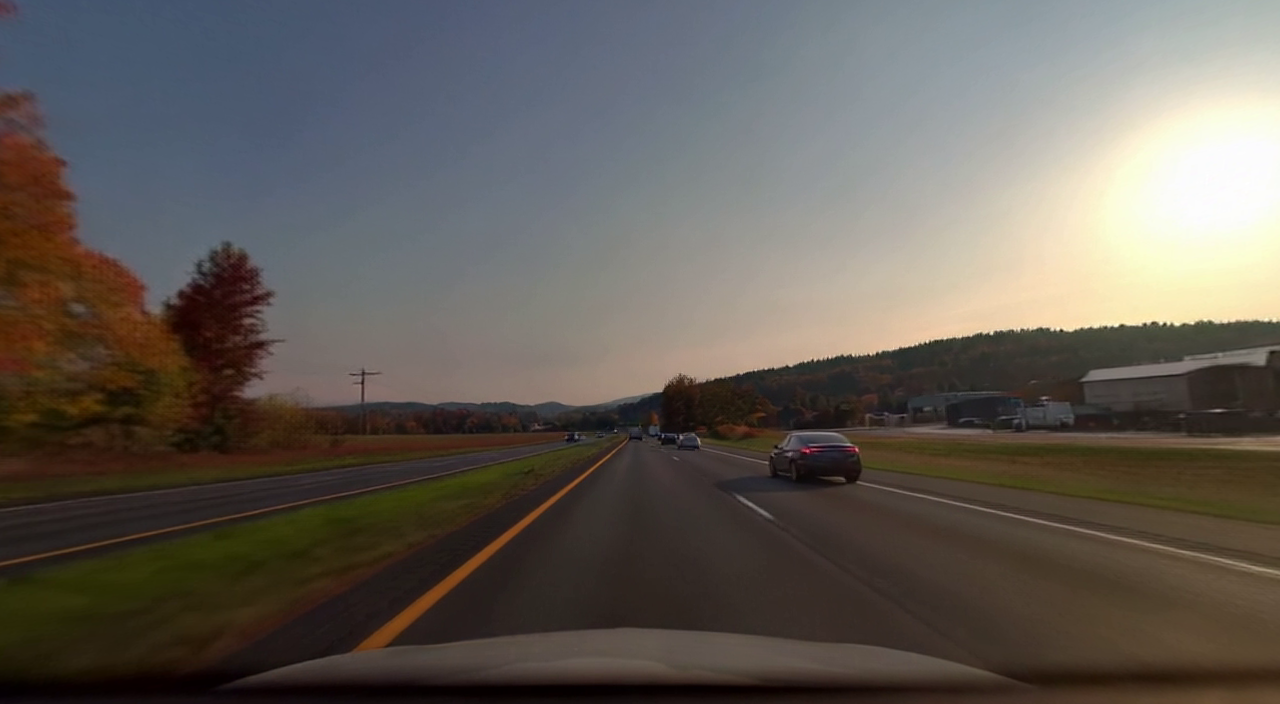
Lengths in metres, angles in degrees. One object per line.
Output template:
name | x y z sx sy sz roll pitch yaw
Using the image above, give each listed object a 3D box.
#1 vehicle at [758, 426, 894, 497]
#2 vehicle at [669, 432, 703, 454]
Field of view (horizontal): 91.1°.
vehicle | 4.414 2.658 15.702 2.024 1.516 4.197 0 -8 -1
vehicle | 3.349 6.730 46.455 2.057 1.540 4.158 0 -8 -1
